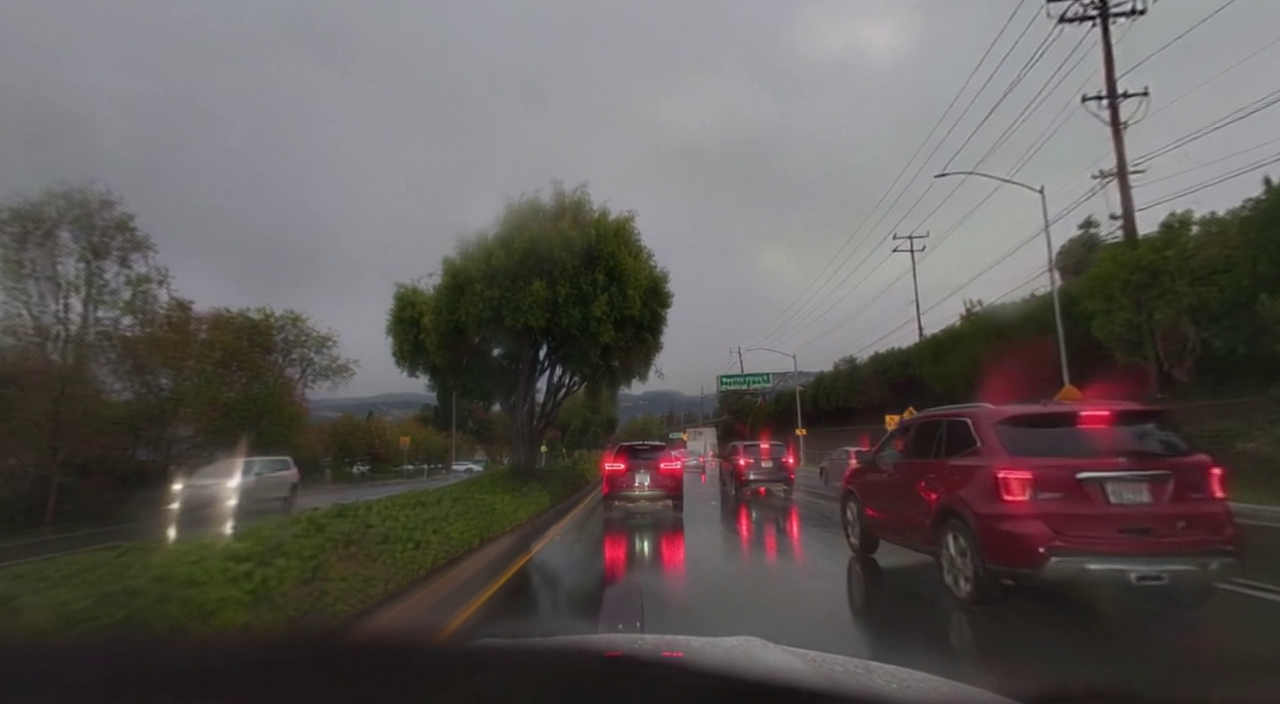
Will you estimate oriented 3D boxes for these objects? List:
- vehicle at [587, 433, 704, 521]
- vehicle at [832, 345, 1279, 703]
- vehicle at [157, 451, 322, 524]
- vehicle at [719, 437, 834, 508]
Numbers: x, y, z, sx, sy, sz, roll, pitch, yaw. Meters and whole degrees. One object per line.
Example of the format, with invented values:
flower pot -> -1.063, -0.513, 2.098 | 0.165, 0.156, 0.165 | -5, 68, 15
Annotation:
vehicle -> 0.088, 2.677, 14.102 | 2.199, 1.641, 4.232 | 0, -8, -1
vehicle -> 3.397, 1.200, 5.302 | 2.097, 1.818, 4.625 | 0, -8, 0
vehicle -> -12.409, 4.158, 20.118 | 2.107, 1.931, 5.015 | 0, -8, -2
vehicle -> 3.348, 3.049, 16.431 | 2.064, 1.591, 4.081 | 0, -8, 0
